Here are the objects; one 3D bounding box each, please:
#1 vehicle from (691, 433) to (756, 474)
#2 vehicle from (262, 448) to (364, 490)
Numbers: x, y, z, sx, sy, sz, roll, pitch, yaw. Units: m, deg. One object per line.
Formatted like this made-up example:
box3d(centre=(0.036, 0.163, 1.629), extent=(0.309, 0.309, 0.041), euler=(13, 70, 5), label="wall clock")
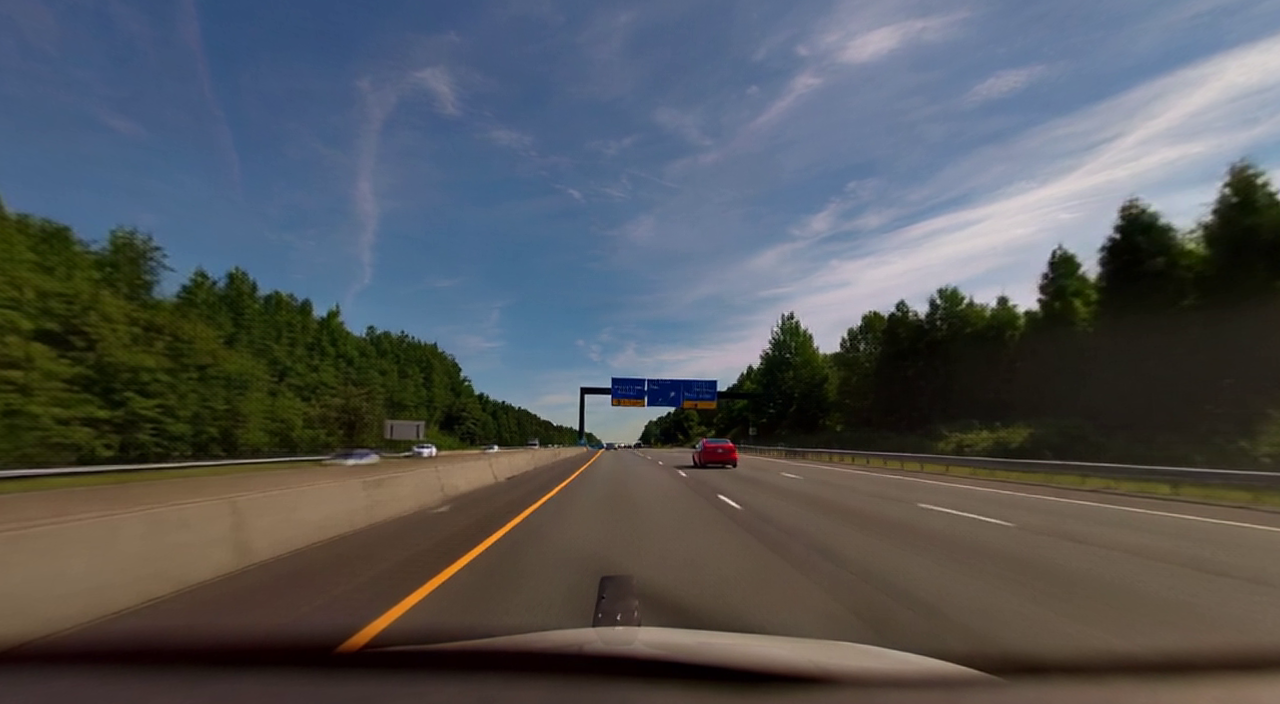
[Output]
box3d(centre=(3.376, 4.197, 26.374), extent=(1.958, 1.526, 4.227), euler=(1, -8, -3), label="vehicle")
box3d(centre=(-13.403, 4.778, 26.170), extent=(1.924, 1.488, 4.511), euler=(0, -8, -2), label="vehicle")
